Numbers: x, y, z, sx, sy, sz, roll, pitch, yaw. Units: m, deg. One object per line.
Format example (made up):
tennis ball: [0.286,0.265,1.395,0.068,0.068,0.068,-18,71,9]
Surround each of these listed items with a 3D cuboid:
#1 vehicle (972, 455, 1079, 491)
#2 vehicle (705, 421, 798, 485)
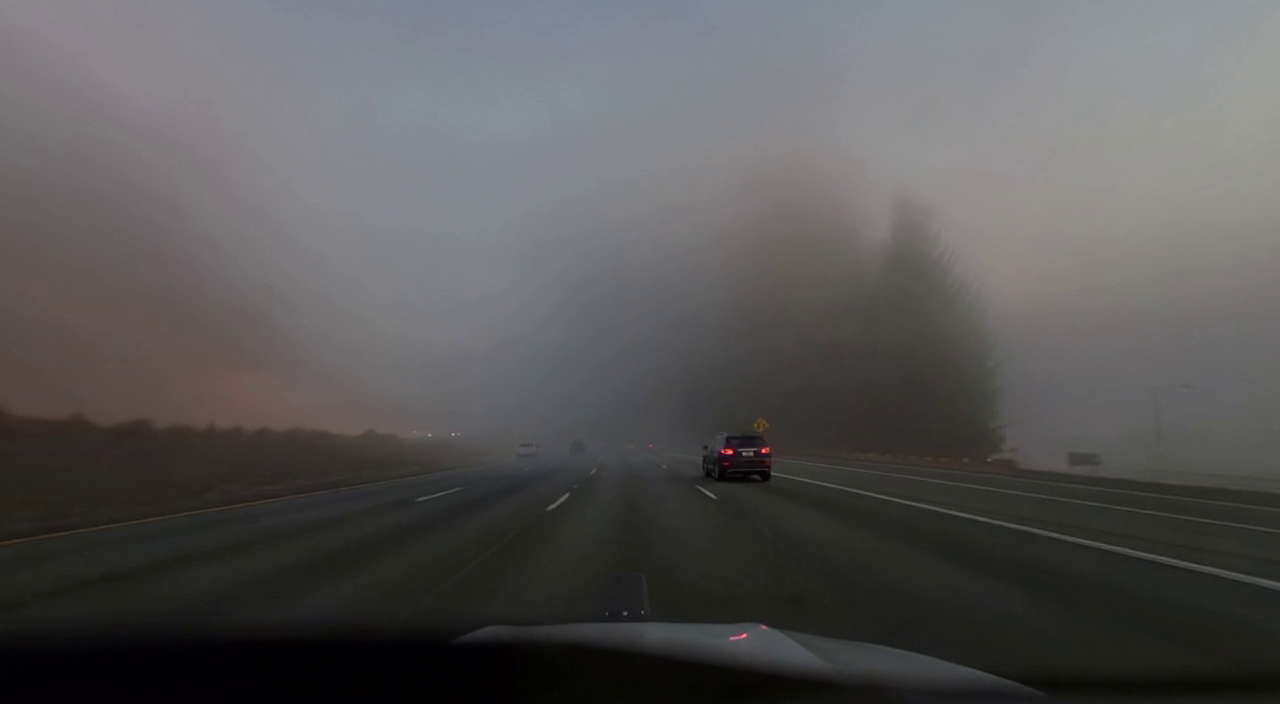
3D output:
vehicle: [19.491,6.080,32.188,2.033,1.580,4.752,1,-8,-8]
vehicle: [3.421,3.223,20.317,2.043,1.795,4.347,0,-8,-2]
